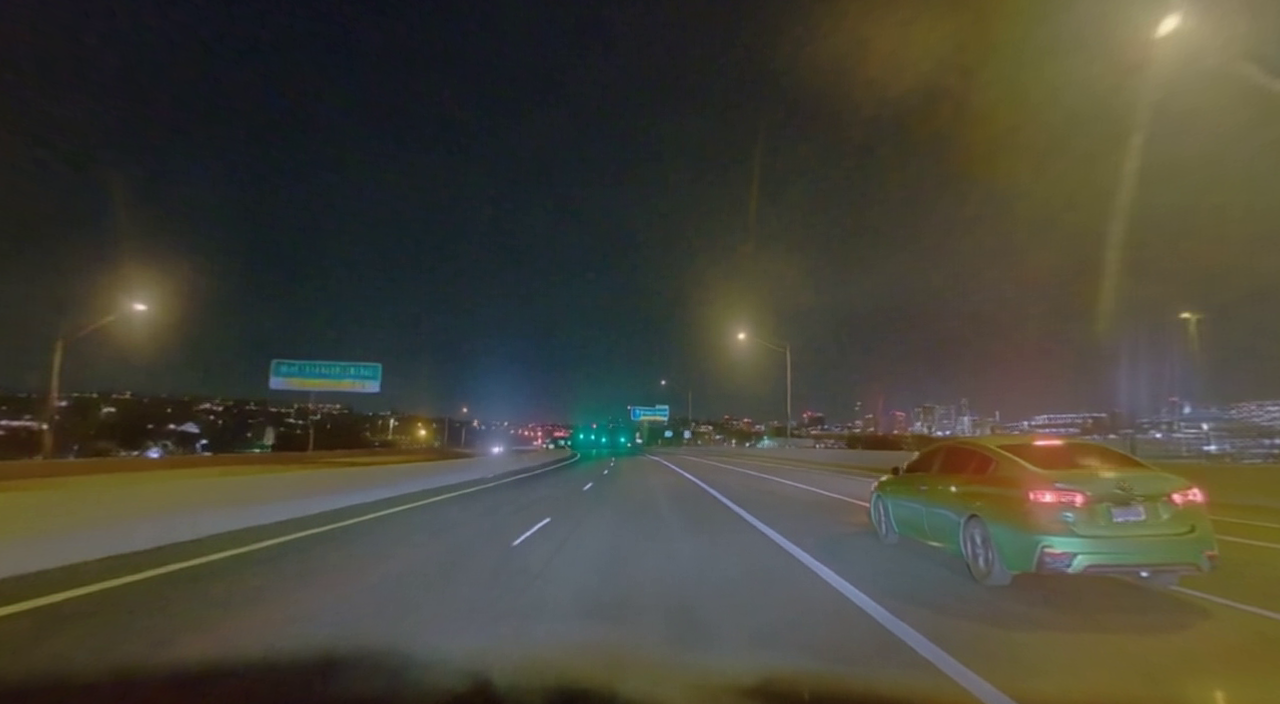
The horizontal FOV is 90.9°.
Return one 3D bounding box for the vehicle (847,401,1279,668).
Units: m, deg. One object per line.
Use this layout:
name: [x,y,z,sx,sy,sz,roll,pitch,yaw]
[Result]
vehicle: [3.879,1.429,6.167,2.104,1.575,4.698,0,-8,0]
